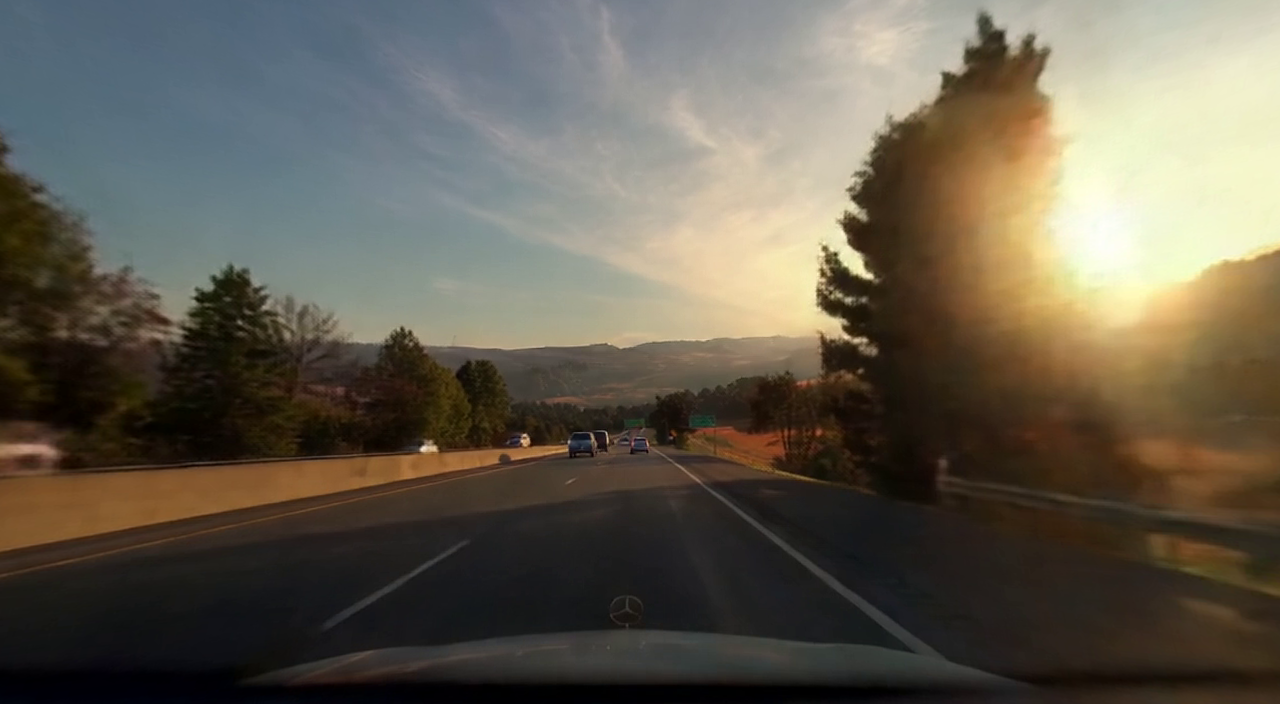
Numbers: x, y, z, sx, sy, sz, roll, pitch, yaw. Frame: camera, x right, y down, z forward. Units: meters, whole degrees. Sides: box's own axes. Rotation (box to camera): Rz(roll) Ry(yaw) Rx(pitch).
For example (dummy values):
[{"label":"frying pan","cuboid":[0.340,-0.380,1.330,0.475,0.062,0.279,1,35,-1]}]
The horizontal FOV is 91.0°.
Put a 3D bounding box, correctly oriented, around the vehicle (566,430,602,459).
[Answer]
[{"label":"vehicle","cuboid":[-4.034,6.788,46.210,2.241,2.034,4.890,0,-8,0]}]
